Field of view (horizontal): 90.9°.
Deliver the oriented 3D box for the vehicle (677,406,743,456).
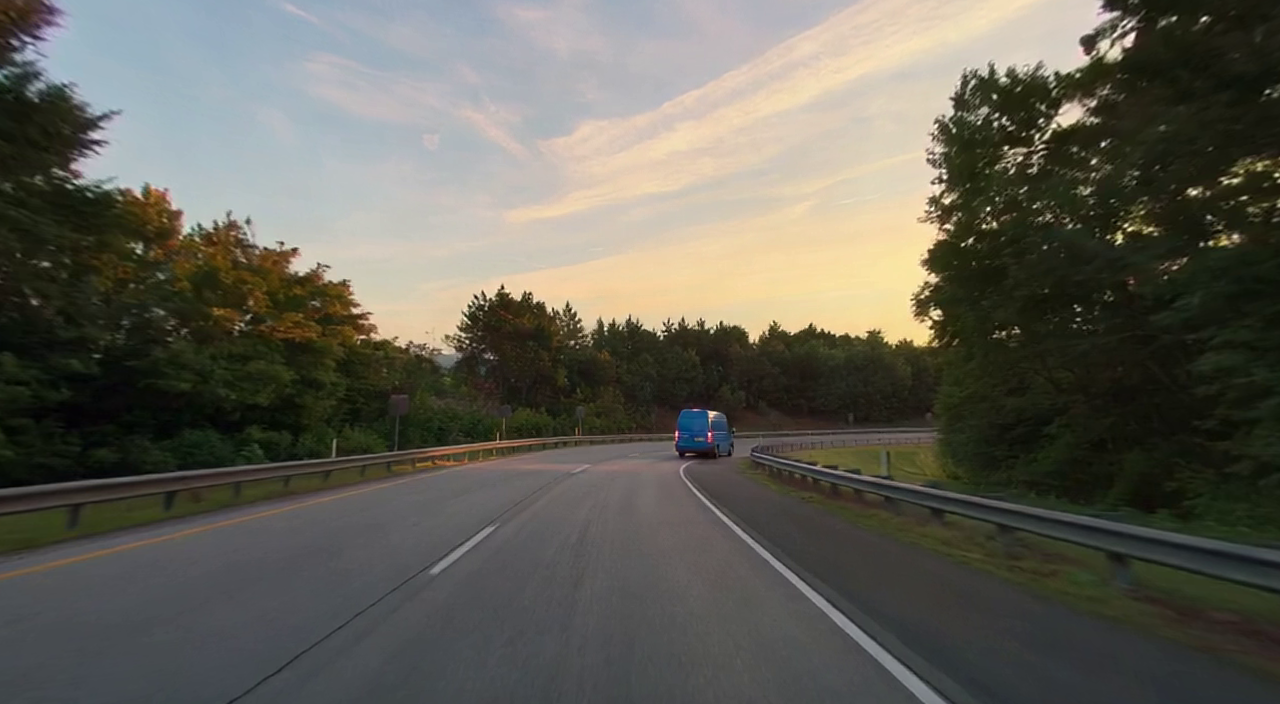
[{"bbox_3d":[4.082,4.501,35.882,2.352,2.577,5.330,-3,-8,22],"label":"vehicle"}]
